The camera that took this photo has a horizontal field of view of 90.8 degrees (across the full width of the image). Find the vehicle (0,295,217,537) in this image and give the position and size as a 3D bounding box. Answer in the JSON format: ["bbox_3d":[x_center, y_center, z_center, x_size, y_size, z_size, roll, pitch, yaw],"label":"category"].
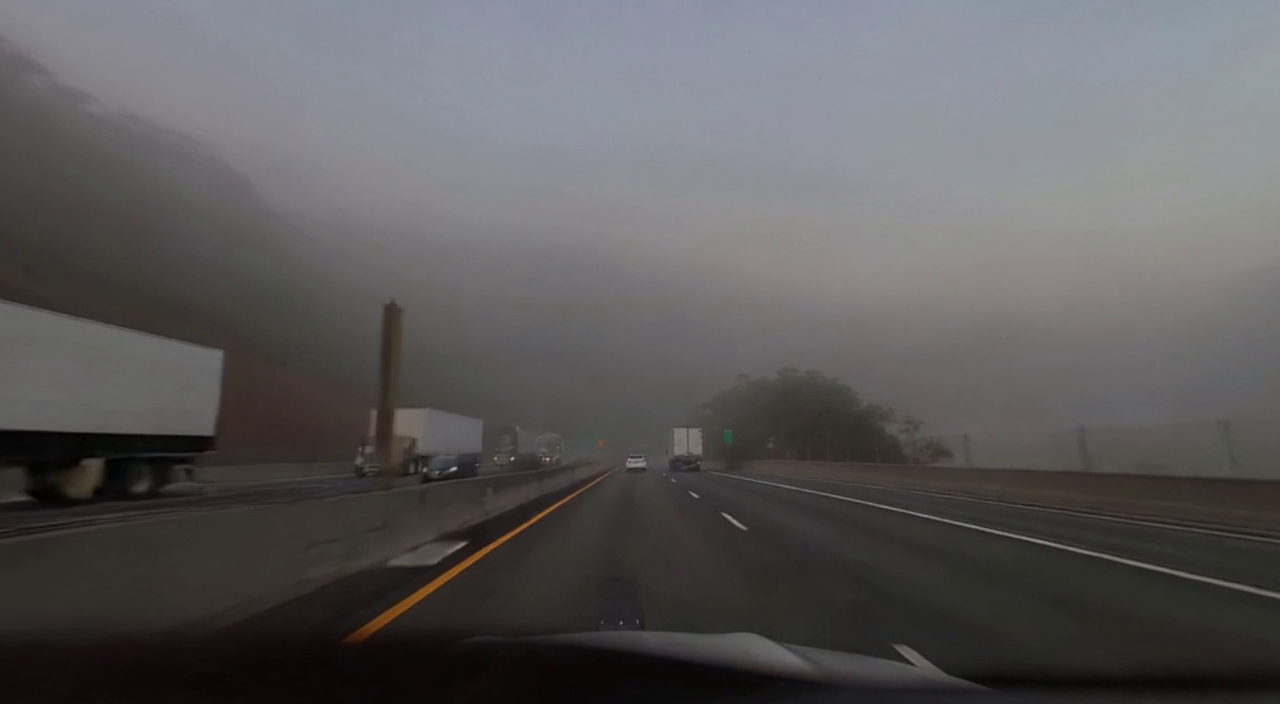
[{"bbox_3d":[-12.367,0.839,9.044,2.839,4.089,14.047,0,-9,0],"label":"vehicle"}]

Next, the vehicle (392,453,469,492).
[{"bbox_3d":[-8.633,4.982,26.369,1.844,1.467,3.930,1,-9,0],"label":"vehicle"}]
